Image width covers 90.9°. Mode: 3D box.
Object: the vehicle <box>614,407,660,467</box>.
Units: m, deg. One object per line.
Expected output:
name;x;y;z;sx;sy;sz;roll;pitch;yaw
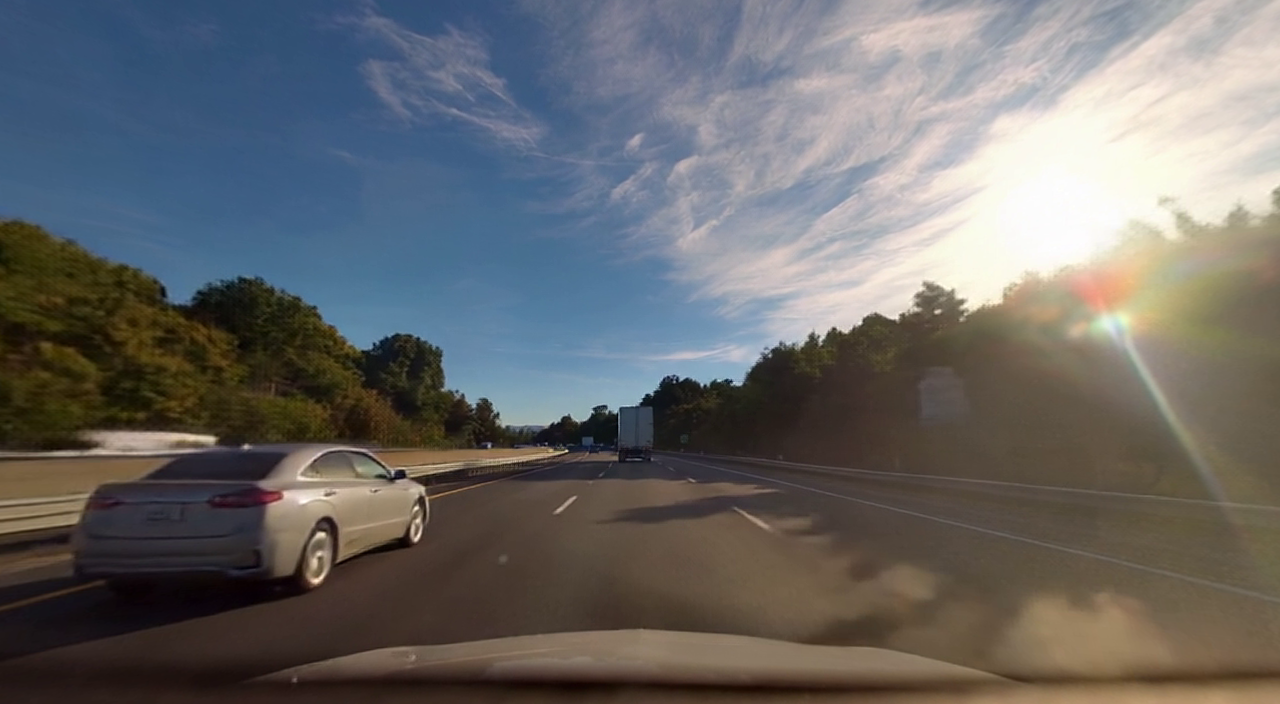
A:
vehicle;-0.431;6.468;47.126;2.962;3.953;10.696;0;-9;-3

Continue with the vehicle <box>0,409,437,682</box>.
vehicle;-3.754;1.437;5.918;2.080;1.488;4.781;0;-9;0
